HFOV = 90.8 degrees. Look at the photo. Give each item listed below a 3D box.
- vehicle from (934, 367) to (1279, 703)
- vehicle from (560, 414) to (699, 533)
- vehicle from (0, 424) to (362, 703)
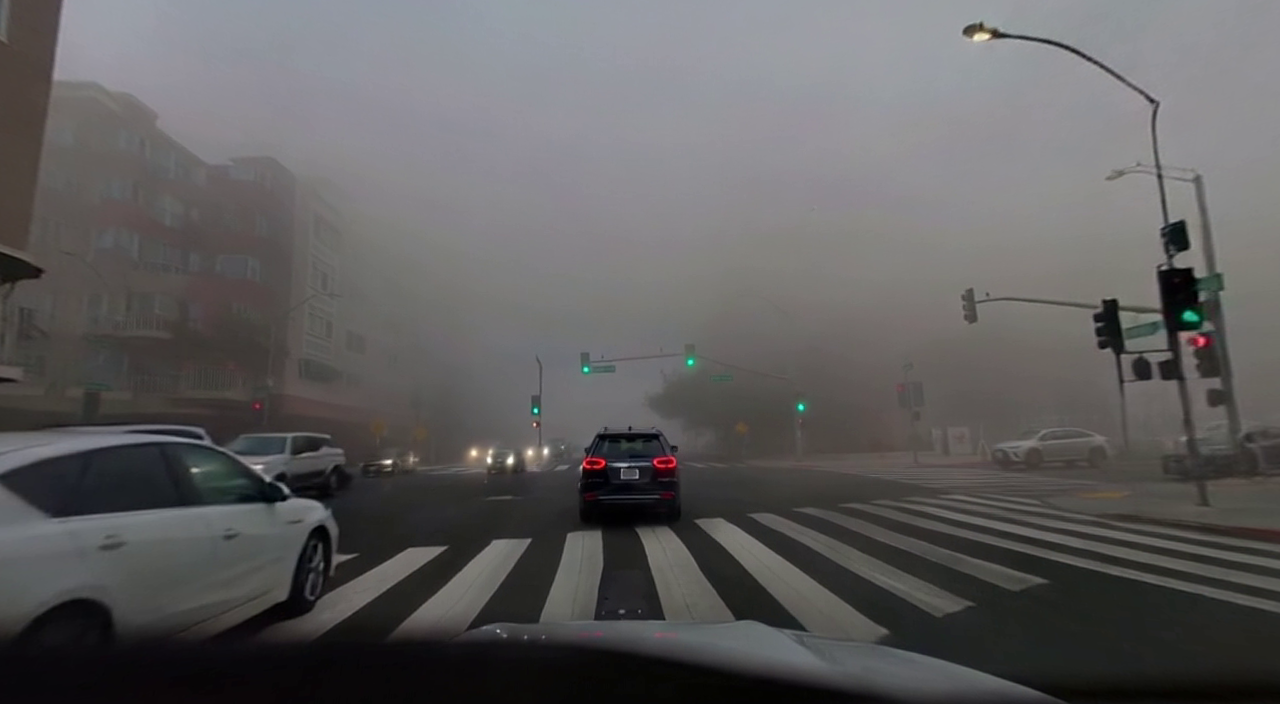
[{"bbox_3d":[3.151,0.908,2.514,1.906,1.608,4.137,0,-8,-1],"label":"vehicle"},{"bbox_3d":[-0.160,2.327,12.789,2.206,1.858,5.332,0,-8,0],"label":"vehicle"},{"bbox_3d":[-3.739,1.218,3.741,2.055,1.488,4.733,0,-8,0],"label":"vehicle"}]
